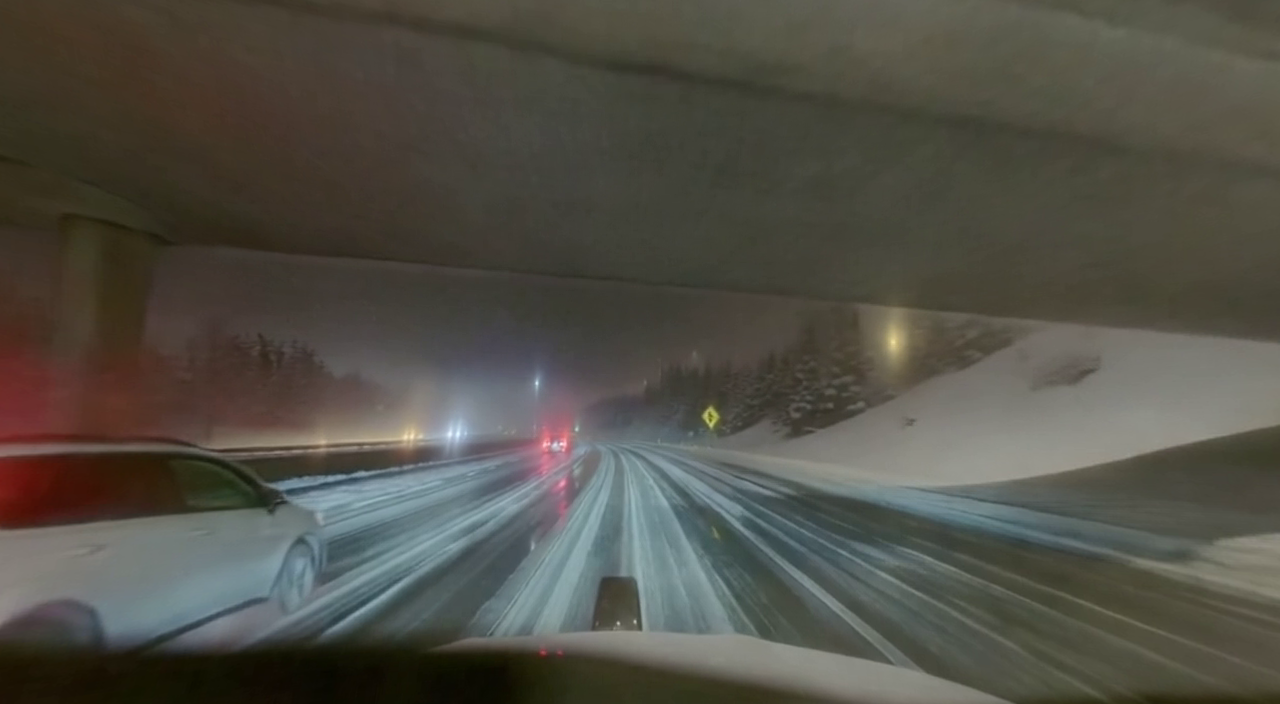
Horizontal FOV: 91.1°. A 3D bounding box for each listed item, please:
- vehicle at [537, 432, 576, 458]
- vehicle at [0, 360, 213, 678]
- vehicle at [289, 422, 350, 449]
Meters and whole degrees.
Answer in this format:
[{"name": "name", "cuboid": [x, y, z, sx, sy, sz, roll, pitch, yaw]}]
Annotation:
[{"name": "vehicle", "cuboid": [-5.625, 6.320, 42.842, 2.123, 1.601, 4.887, 0, -8, -2]}, {"name": "vehicle", "cuboid": [-4.434, 0.773, 2.504, 2.215, 1.648, 4.713, 0, -8, -1]}, {"name": "vehicle", "cuboid": [-23.398, 6.121, 46.154, 2.007, 1.846, 5.028, 0, -8, -2]}]
